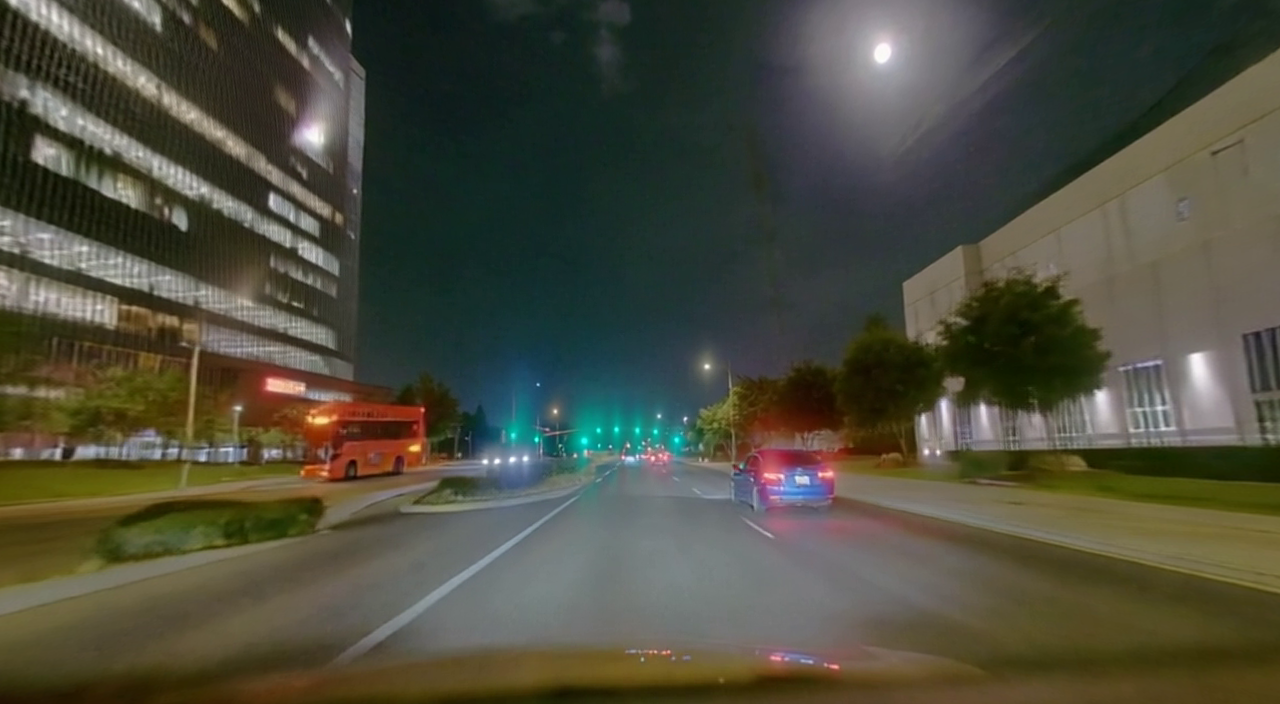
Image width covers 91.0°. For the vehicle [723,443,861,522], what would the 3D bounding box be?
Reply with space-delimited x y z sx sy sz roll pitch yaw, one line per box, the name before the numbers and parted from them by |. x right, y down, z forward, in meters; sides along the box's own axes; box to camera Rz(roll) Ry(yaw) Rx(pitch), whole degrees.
vehicle | 3.196 2.831 14.195 1.993 1.501 4.127 0 -9 -1
